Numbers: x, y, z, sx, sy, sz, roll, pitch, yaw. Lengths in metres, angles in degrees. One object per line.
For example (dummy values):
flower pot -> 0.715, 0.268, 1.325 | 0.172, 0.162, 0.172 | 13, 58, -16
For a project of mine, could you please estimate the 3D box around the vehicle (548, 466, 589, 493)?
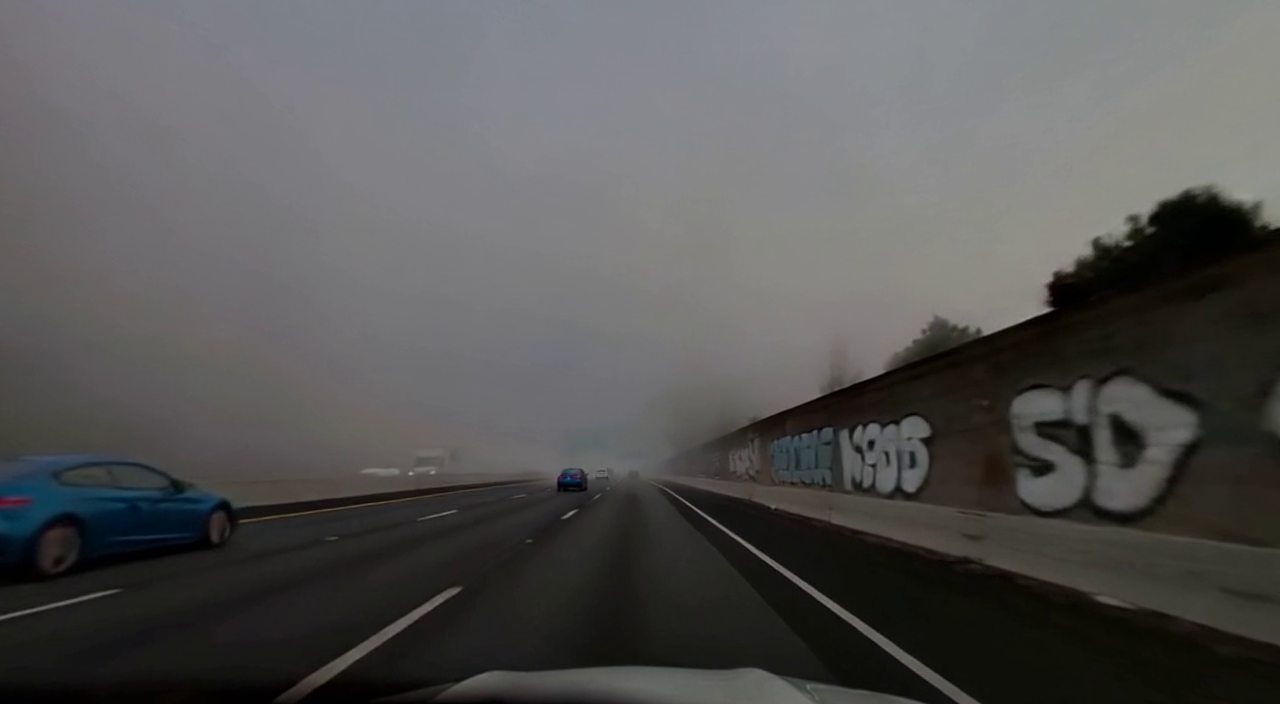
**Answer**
vehicle -> -4.097, 7.436, 36.778 | 1.941, 1.437, 3.829 | 1, -11, 0

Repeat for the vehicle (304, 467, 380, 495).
vehicle -> -15.542, 6.747, 33.109 | 1.857, 1.311, 4.379 | 1, -11, 0

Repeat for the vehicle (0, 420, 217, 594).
vehicle -> -7.180, 1.612, 6.772 | 2.124, 1.630, 4.416 | 1, -11, 0
